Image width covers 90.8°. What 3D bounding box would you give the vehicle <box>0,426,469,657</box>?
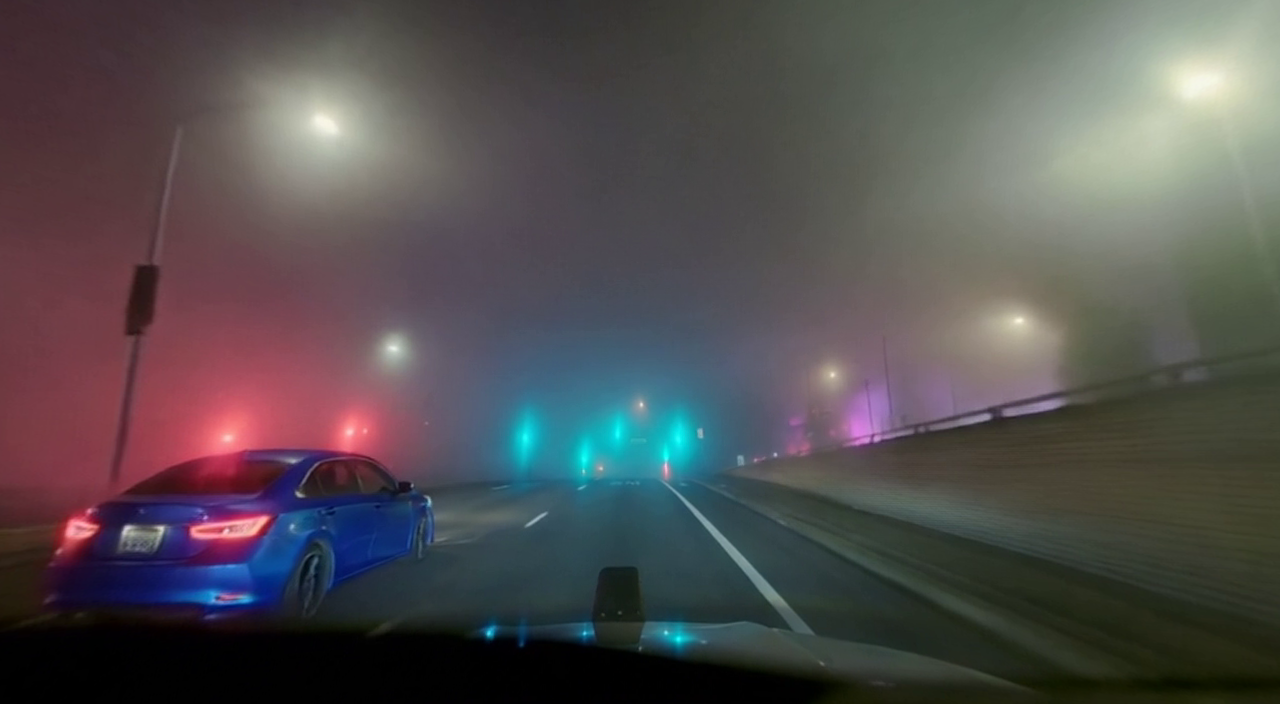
[{"bbox_3d":[-3.335,1.566,6.305,2.041,1.470,4.290,0,-9,0],"label":"vehicle"}]
